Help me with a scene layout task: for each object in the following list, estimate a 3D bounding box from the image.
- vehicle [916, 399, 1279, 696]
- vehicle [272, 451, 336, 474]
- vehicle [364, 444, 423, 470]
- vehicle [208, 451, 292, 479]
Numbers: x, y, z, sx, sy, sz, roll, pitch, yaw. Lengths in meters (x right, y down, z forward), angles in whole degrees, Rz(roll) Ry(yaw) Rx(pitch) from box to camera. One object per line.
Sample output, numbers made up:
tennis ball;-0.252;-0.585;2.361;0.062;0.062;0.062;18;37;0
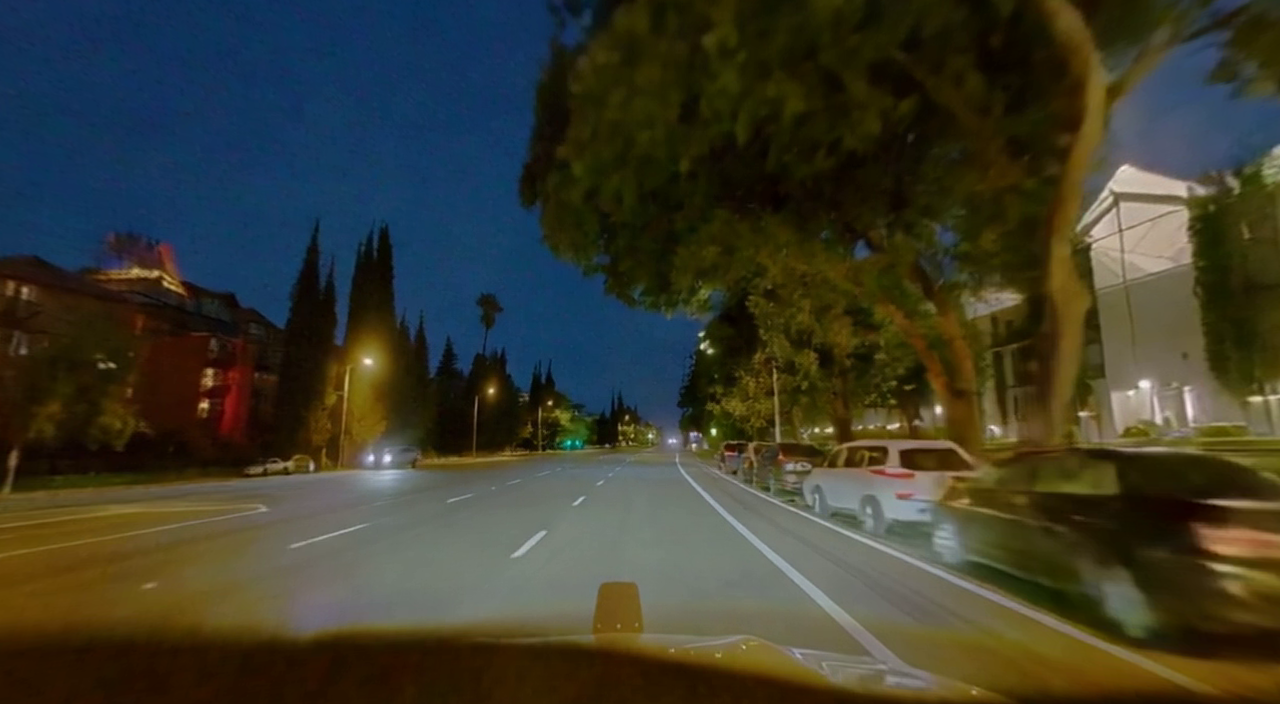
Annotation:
vehicle;4.252;1.254;4.904;1.927;1.517;4.981;0;-8;-1
vehicle;-22.769;7.499;43.005;1.805;1.446;4.556;0;-9;0
vehicle;-15.826;6.759;40.835;1.973;1.522;4.188;-1;-9;3
vehicle;-22.945;6.651;37.435;1.931;1.500;4.688;0;-9;1
